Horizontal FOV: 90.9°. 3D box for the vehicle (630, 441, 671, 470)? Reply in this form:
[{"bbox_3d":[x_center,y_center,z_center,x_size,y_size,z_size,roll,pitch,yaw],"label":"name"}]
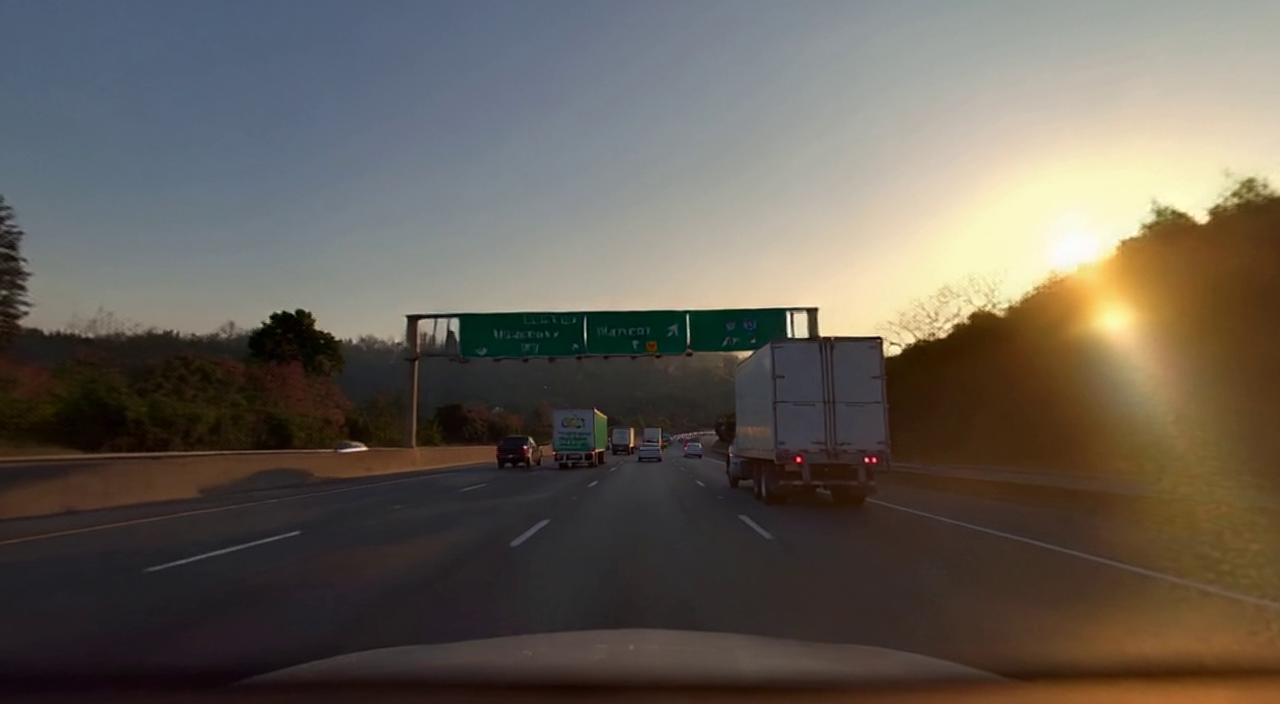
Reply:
[{"bbox_3d":[0.561,5.600,34.278,2.105,1.502,4.068,0,-9,1],"label":"vehicle"}]

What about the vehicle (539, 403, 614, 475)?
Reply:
[{"bbox_3d":[-2.940,4.381,31.519,2.745,3.156,7.608,0,-9,2],"label":"vehicle"}]

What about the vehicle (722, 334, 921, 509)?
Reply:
[{"bbox_3d":[4.082,1.918,16.397,2.895,3.484,7.631,0,-9,0],"label":"vehicle"}]

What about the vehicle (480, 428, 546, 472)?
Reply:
[{"bbox_3d":[-6.824,5.347,34.596,2.322,2.195,5.556,0,-9,1],"label":"vehicle"}]
